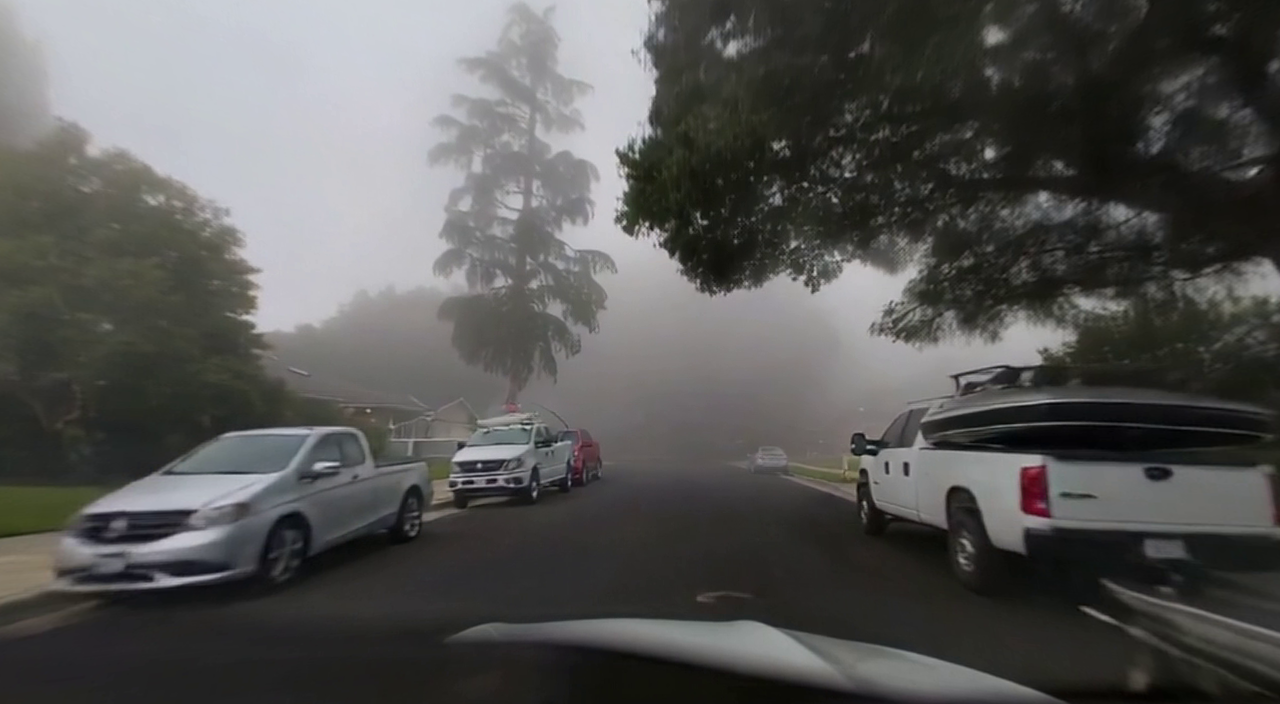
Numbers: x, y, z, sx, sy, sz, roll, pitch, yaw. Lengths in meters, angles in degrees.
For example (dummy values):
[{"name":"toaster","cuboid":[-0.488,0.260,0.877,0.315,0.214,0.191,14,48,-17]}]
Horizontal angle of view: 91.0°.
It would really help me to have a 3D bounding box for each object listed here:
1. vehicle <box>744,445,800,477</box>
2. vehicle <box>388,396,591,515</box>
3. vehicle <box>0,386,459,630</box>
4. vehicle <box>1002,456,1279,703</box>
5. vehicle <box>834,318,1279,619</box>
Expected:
[{"name":"vehicle","cuboid":[6.574,5.468,31.917,1.998,1.489,4.722,0,-9,2]},{"name":"vehicle","cuboid":[-3.157,2.452,15.247,2.632,2.249,6.179,-1,-9,8]},{"name":"vehicle","cuboid":[-3.844,1.477,6.998,2.052,1.745,4.737,-1,-9,3]},{"name":"vehicle","cuboid":[4.227,1.124,1.830,2.804,1.336,6.700,1,-7,4]},{"name":"vehicle","cuboid":[4.673,1.395,8.274,2.697,2.558,5.635,-1,-9,3]}]
